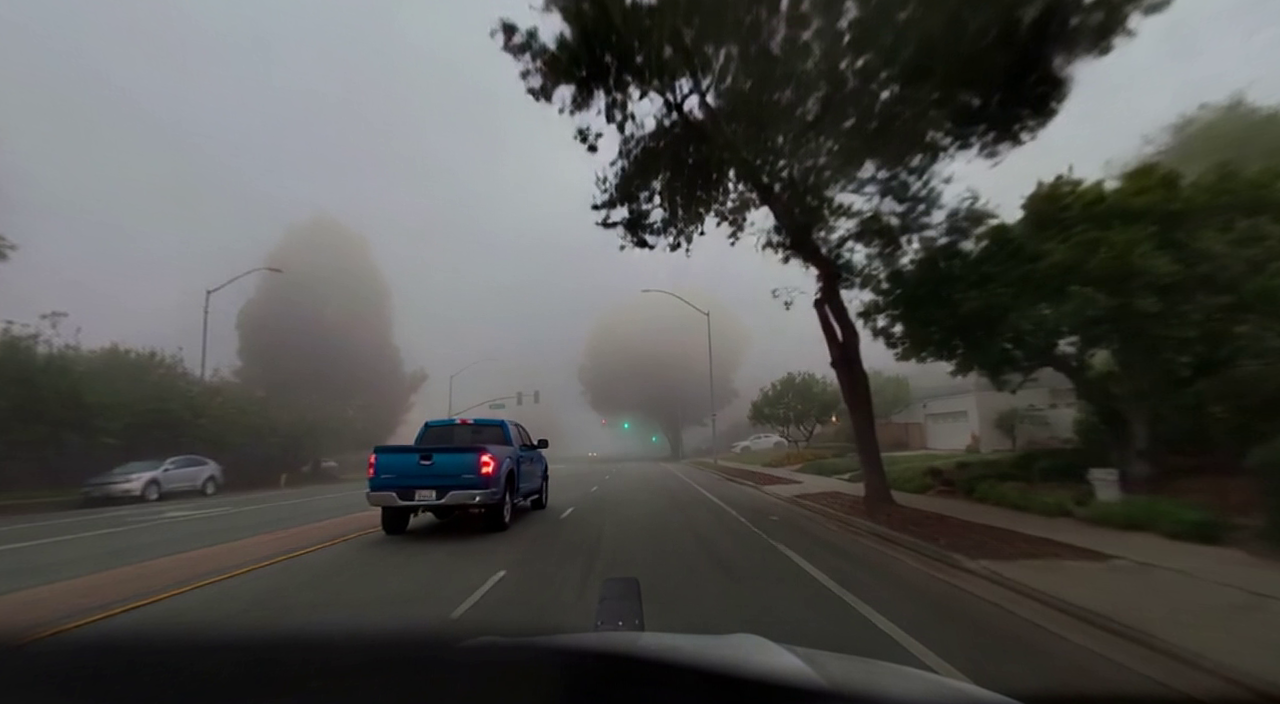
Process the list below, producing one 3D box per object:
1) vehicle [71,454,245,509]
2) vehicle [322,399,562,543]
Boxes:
[{"bbox_3d":[-15.011,4.022,20.060,1.991,1.466,4.370,-1,-9,2],"label":"vehicle"},{"bbox_3d":[-3.140,2.109,11.856,2.508,2.001,5.880,-1,-9,1],"label":"vehicle"}]
